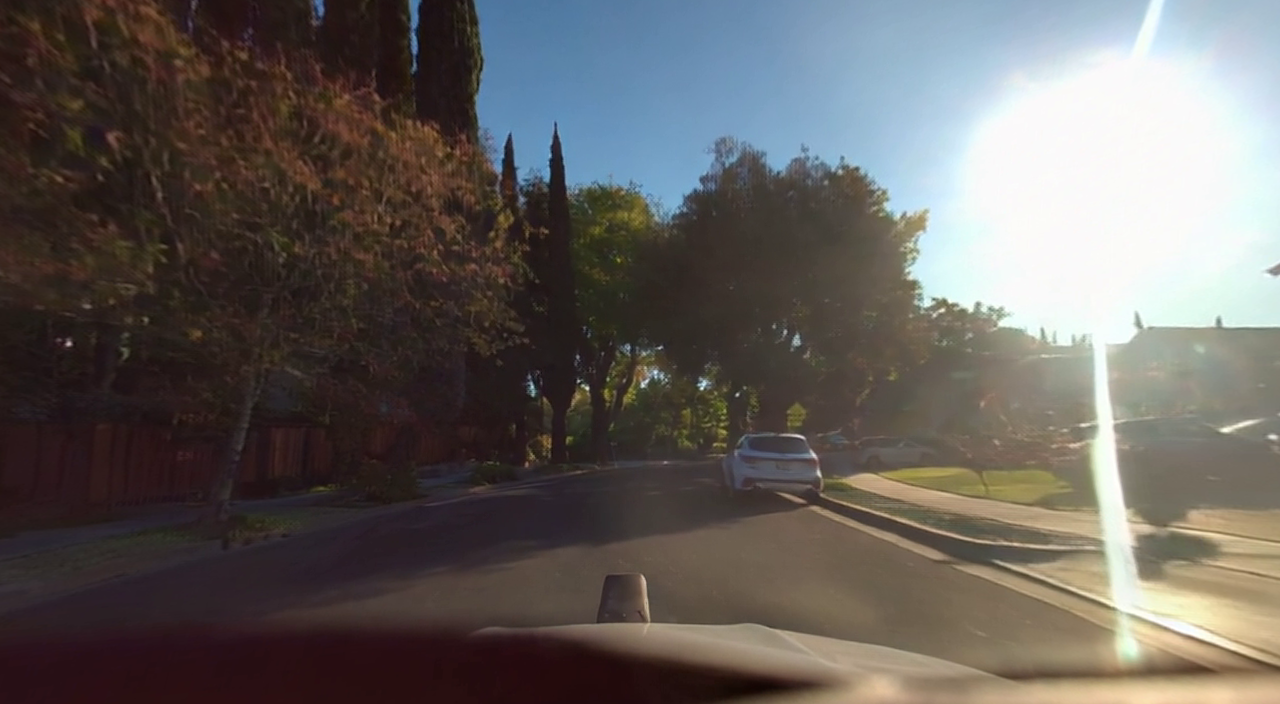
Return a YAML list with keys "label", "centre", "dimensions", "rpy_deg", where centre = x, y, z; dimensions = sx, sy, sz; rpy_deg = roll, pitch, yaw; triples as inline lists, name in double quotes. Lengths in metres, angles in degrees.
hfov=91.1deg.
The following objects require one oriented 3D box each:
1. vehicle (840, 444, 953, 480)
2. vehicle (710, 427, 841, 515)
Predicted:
- label: "vehicle"
  centre: [11.332, 4.885, 28.089]
  dimensions: [4.457, 1.510, 1.762]
  rpy_deg: [-3, -9, 16]
- label: "vehicle"
  centre: [3.021, 2.772, 15.161]
  dimensions: [2.163, 1.760, 4.591]
  rpy_deg: [0, -8, 0]
